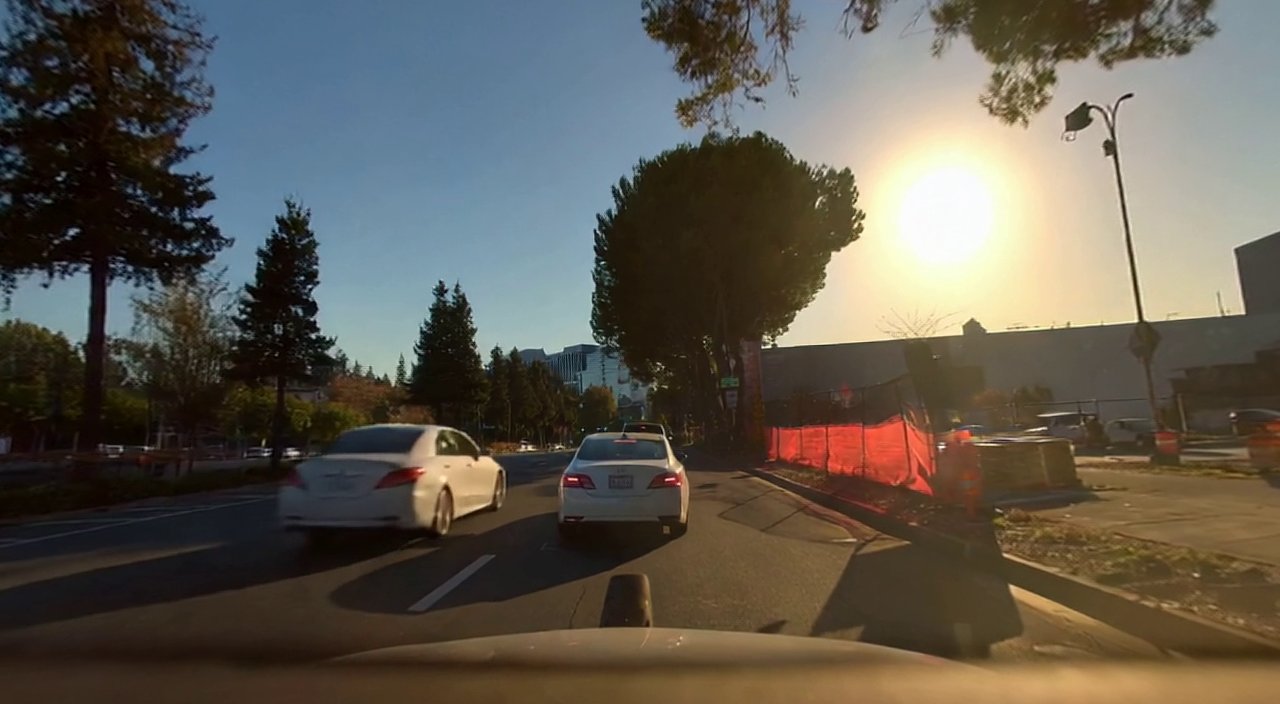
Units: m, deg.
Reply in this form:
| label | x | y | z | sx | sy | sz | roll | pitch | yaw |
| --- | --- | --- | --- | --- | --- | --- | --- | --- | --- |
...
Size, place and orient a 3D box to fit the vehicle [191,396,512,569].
| label | x | y | z | sx | sy | sz | roll | pitch | yaw |
| --- | --- | --- | --- | --- | --- | --- | --- | --- | --- |
| vehicle | -3.269 | 1.591 | 8.388 | 2.139 | 1.680 | 4.344 | 0 | -8 | 1 |

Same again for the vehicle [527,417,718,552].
| label | x | y | z | sx | sy | sz | roll | pitch | yaw |
| --- | --- | --- | --- | --- | --- | --- | --- | --- | --- |
| vehicle | -0.194 | 1.777 | 9.120 | 2.112 | 1.482 | 4.076 | 0 | -8 | 0 |
